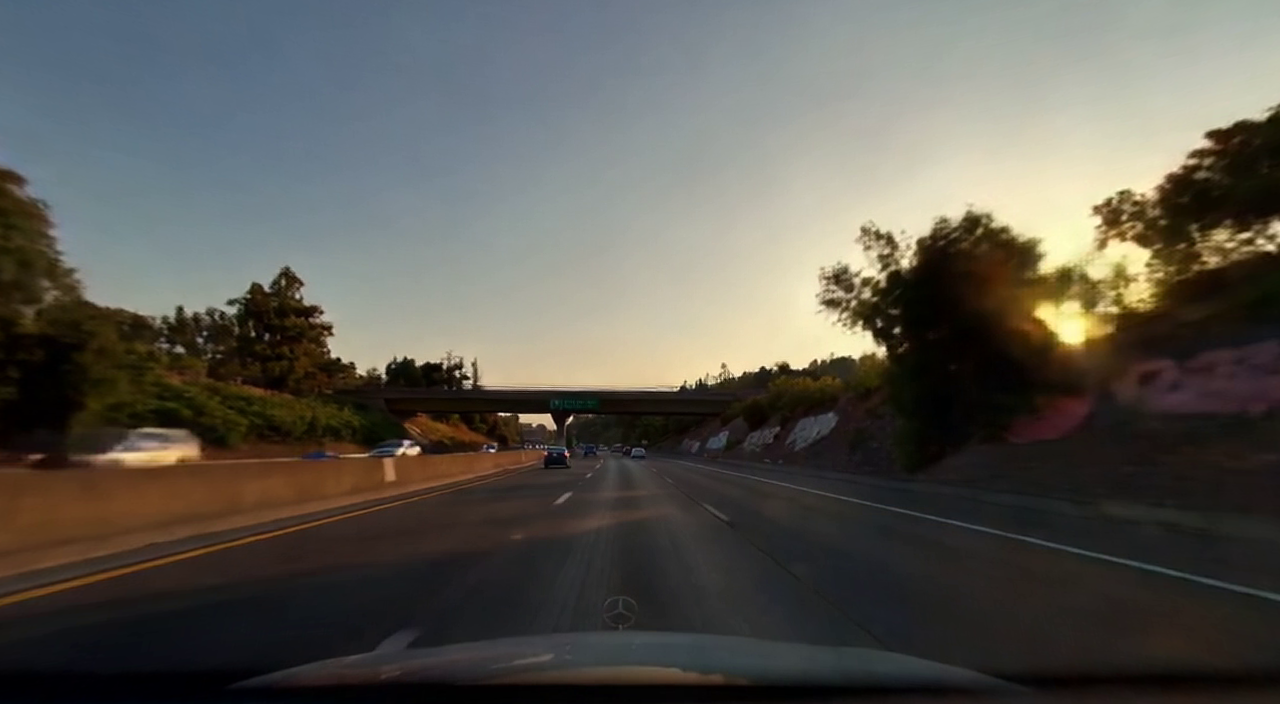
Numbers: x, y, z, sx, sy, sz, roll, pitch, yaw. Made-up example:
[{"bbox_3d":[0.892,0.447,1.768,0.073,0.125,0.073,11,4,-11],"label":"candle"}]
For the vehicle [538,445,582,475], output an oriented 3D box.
[{"bbox_3d":[-4.099,5.605,32.778,1.871,1.459,3.771,0,-9,-1],"label":"vehicle"}]
